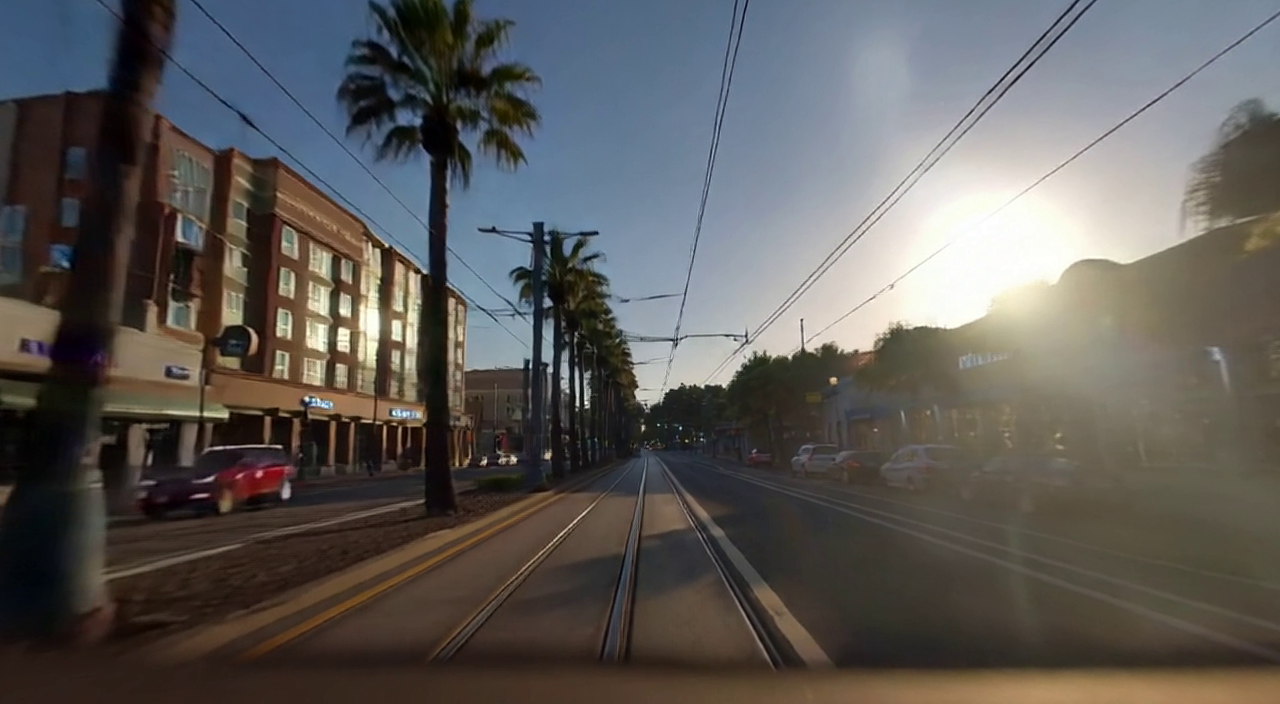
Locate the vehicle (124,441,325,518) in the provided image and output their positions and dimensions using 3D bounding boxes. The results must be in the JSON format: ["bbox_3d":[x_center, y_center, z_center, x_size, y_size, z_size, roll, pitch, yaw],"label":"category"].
[{"bbox_3d":[-10.630,3.245,16.707,2.042,1.716,4.634,-1,-8,2],"label":"vehicle"}]

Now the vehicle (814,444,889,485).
[{"bbox_3d":[8.492,4.523,25.661,1.715,1.500,3.910,0,-8,1],"label":"vehicle"}]

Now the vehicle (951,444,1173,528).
[{"bbox_3d":[8.637,2.727,13.493,1.733,1.468,4.326,0,-8,0],"label":"vehicle"}]

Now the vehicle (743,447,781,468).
[{"bbox_3d":[9.114,7.868,47.317,1.822,1.494,4.385,0,-8,-2],"label":"vehicle"}]

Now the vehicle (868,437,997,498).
[{"bbox_3d":[8.722,3.450,19.317,1.867,1.627,4.357,0,-8,0],"label":"vehicle"}]
